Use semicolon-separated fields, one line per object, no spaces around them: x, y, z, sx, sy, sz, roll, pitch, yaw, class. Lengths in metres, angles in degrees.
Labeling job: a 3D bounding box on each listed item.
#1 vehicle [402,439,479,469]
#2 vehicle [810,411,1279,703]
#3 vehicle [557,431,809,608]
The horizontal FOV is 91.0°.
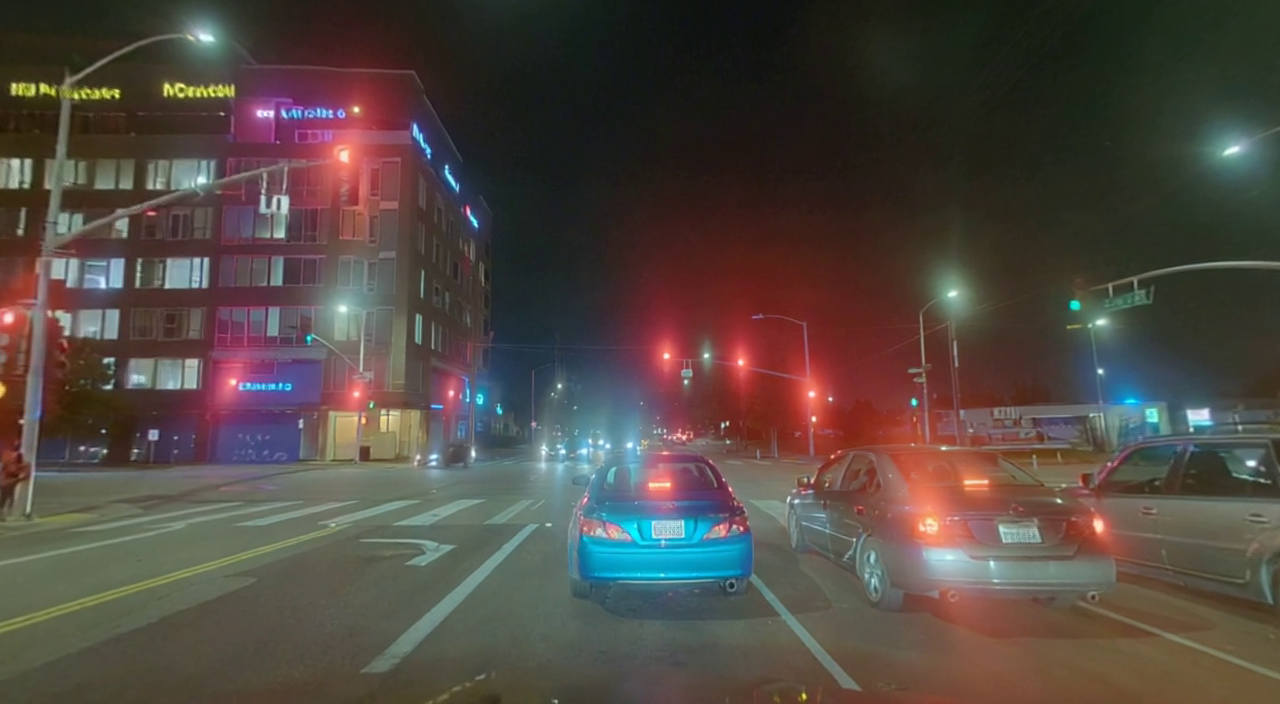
-11.497;5.884;36.544;2.030;1.596;3.912;-5;-10;28;vehicle
2.815;1.292;4.552;1.961;1.498;4.356;0;-8;0;vehicle
0.289;1.714;7.422;2.132;1.464;4.089;0;-8;-2;vehicle
